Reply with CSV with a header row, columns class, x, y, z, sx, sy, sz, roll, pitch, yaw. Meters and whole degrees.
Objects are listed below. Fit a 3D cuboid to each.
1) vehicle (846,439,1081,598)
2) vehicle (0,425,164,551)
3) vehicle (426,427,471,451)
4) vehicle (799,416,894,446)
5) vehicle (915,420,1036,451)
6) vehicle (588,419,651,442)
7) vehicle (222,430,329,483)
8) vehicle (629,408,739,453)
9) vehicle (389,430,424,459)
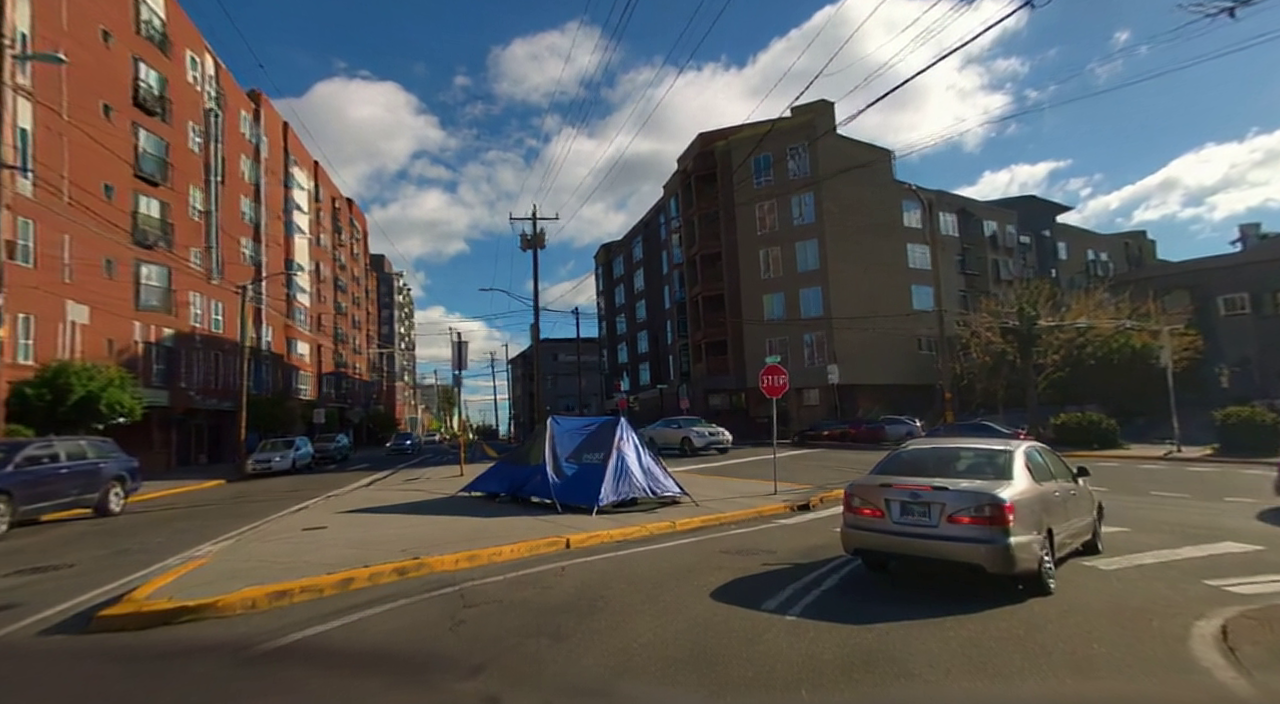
class,x,y,z,sx,sy,sz,roll,pitch,yaw
vehicle,4.709,2.073,8.895,1.945,1.647,4.160,-7,-11,39
vehicle,-10.606,2.208,10.699,1.934,1.798,5.317,2,-9,-13
vehicle,-14.646,6.666,48.218,1.870,1.724,4.320,6,-10,-36
vehicle,10.770,4.216,33.259,1.790,1.468,4.422,7,-11,-39
vehicle,16.401,4.151,31.118,1.824,1.414,4.820,7,-11,-39
vehicle,-1.468,5.495,43.938,2.089,1.506,4.641,6,-10,-36
vehicle,-14.006,4.034,24.682,2.054,1.800,5.212,1,-9,-12
vehicle,2.024,3.896,30.939,2.152,1.970,5.506,5,-10,-38
vehicle,-15.152,6.024,41.138,1.987,1.686,3.971,0,-8,-18
